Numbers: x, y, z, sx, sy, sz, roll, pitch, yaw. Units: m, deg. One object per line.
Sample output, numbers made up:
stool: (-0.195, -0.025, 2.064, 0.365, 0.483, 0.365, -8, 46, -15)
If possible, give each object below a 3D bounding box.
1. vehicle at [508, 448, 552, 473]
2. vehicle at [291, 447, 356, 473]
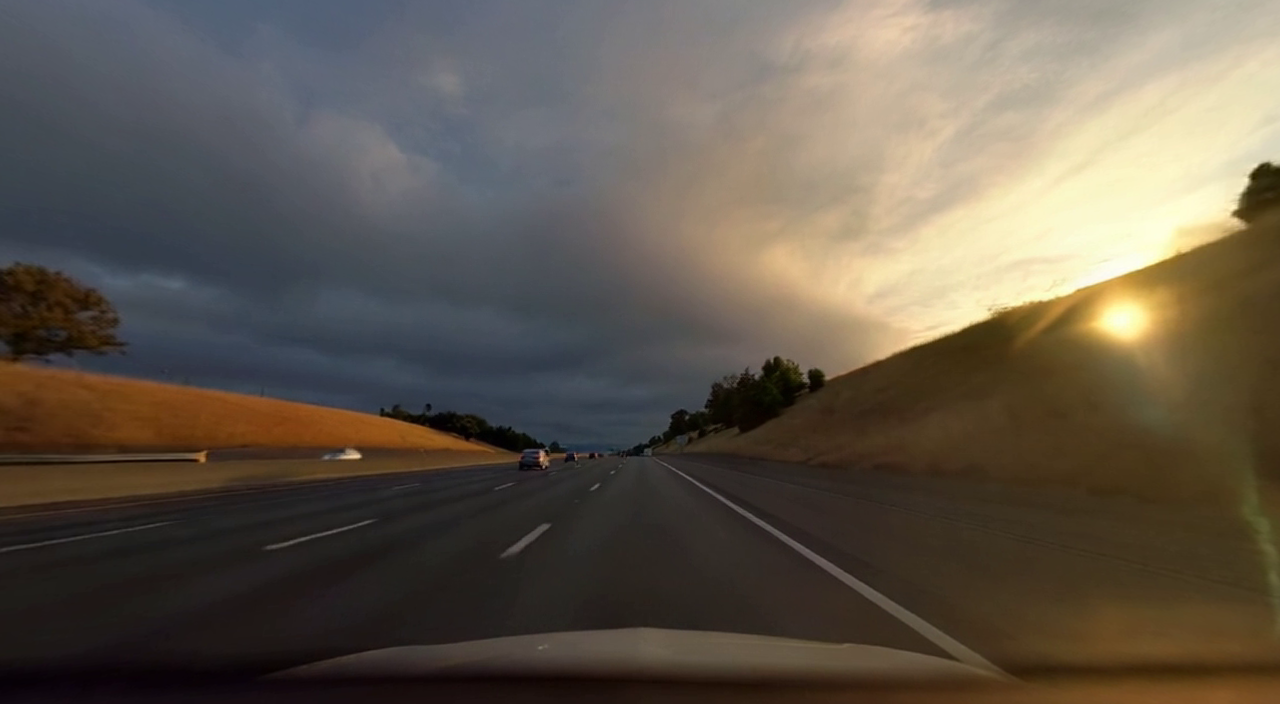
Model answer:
vehicle: (-7.075, 7.018, 40.907, 2.015, 1.483, 4.626, 0, -9, 0)
vehicle: (-18.577, 6.348, 37.187, 1.762, 1.447, 4.009, 0, -9, 0)
